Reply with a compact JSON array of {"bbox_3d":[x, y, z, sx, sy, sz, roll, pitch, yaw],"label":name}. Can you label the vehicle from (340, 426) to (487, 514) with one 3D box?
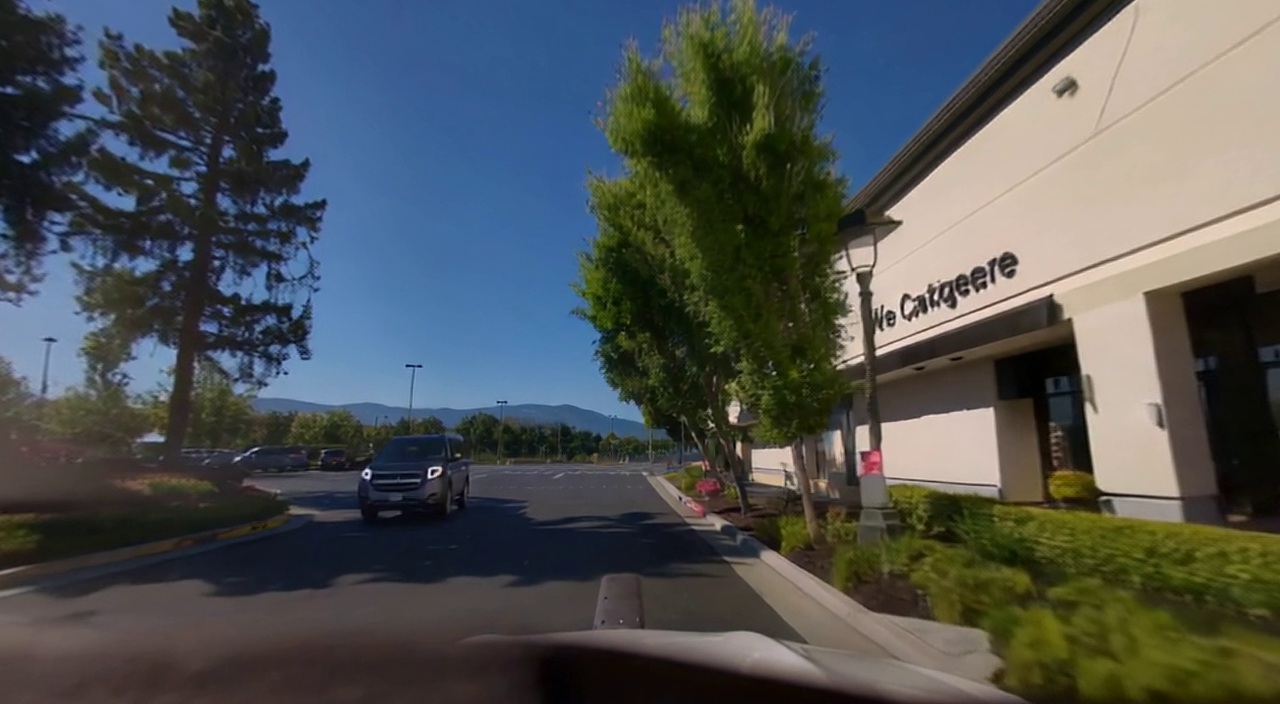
[{"bbox_3d":[-5.251,2.819,15.440,2.180,1.806,4.541,1,-9,-4],"label":"vehicle"}]
